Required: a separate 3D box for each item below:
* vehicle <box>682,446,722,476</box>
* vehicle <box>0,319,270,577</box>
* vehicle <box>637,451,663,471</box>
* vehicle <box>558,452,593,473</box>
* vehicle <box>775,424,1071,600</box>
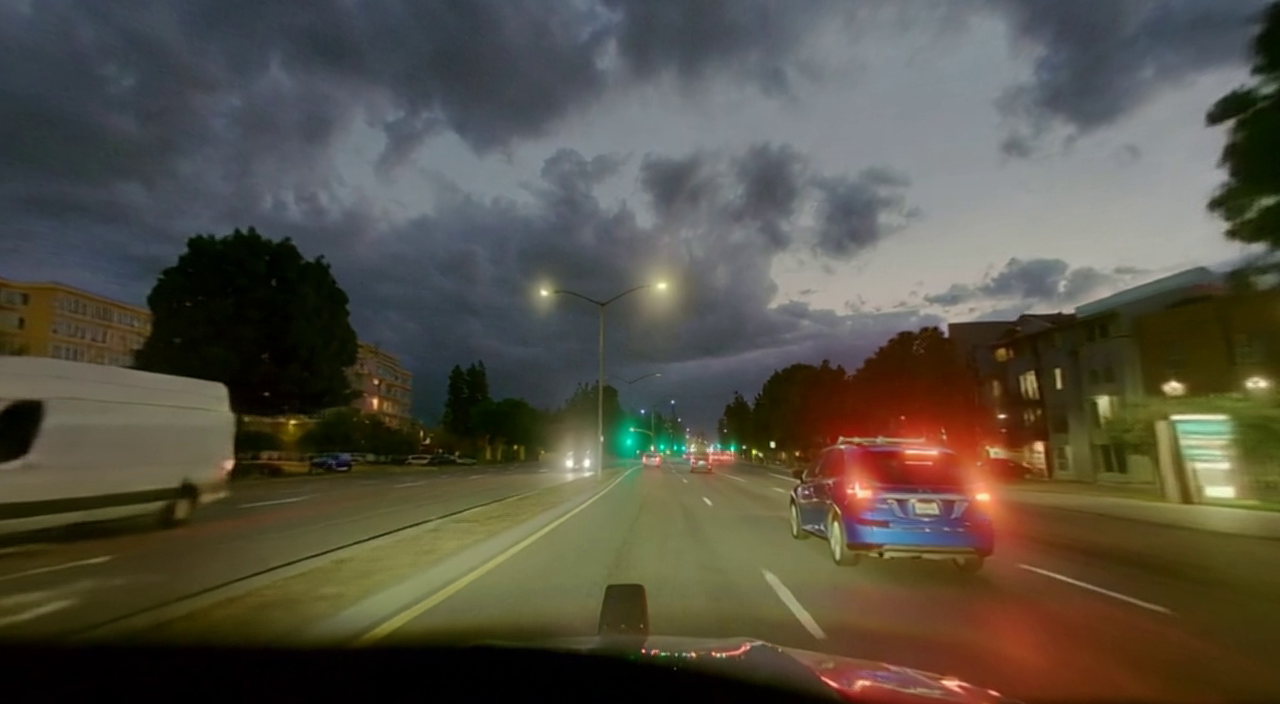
[{"bbox_3d":[4.042,7.175,41.789,2.154,1.844,4.634,0,-9,0],"label":"vehicle"},{"bbox_3d":[-8.497,1.291,8.606,2.524,2.885,6.868,1,-9,1],"label":"vehicle"},{"bbox_3d":[0.813,8.568,49.847,1.991,1.477,3.814,0,-9,1],"label":"vehicle"},{"bbox_3d":[-4.753,8.201,46.979,1.953,1.462,4.297,0,-9,3],"label":"vehicle"},{"bbox_3d":[3.106,1.822,8.001,1.901,1.634,3.952,0,-9,0],"label":"vehicle"}]
